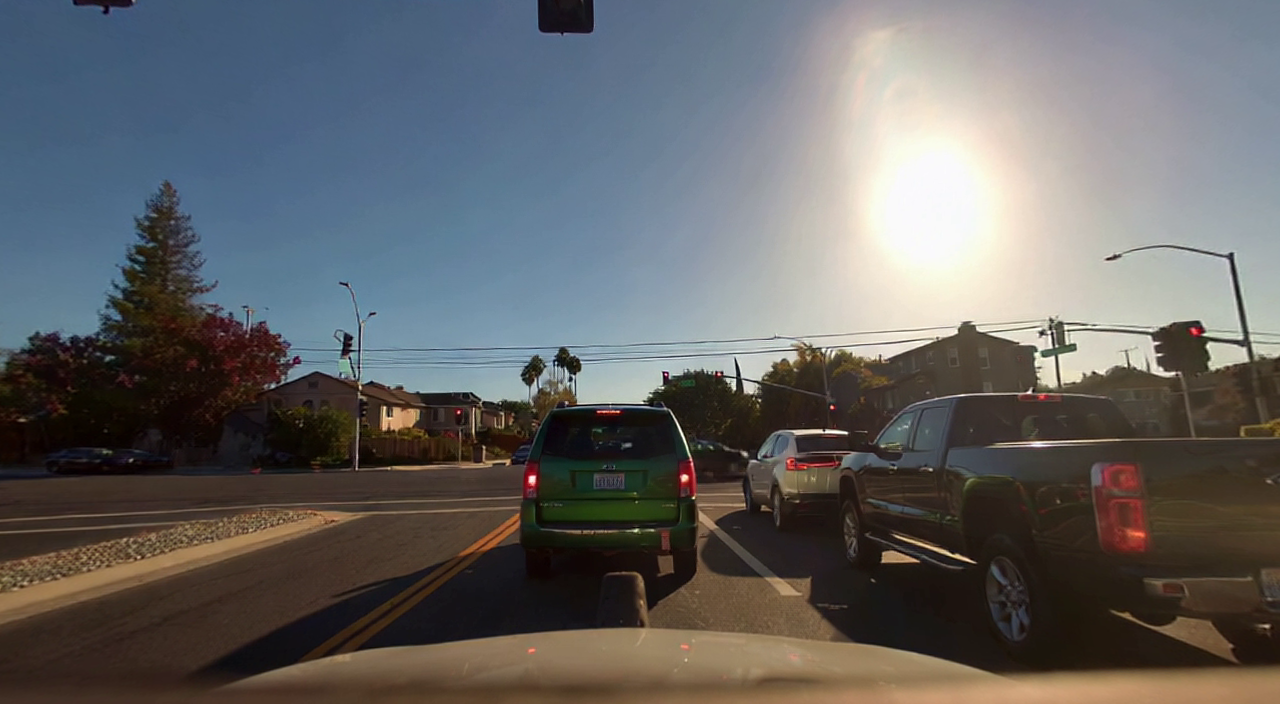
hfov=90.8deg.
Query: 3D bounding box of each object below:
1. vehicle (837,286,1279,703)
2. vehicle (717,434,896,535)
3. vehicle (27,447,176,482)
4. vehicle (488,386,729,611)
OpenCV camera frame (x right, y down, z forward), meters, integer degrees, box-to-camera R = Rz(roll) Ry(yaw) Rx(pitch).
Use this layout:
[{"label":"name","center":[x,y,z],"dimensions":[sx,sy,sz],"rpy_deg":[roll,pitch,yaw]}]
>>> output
[{"label":"vehicle","center":[2.978,0.977,3.796],"dimensions":[1.886,1.849,5.070],"rpy_deg":[0,-8,-1]},{"label":"vehicle","center":[2.716,2.266,11.528],"dimensions":[1.952,1.465,4.421],"rpy_deg":[0,-8,-1]},{"label":"vehicle","center":[-22.923,4.783,27.059],"dimensions":[4.533,1.350,1.714],"rpy_deg":[0,-8,-9]},{"label":"vehicle","center":[-0.256,1.408,6.805],"dimensions":[1.915,1.780,3.379],"rpy_deg":[0,-8,0]}]
